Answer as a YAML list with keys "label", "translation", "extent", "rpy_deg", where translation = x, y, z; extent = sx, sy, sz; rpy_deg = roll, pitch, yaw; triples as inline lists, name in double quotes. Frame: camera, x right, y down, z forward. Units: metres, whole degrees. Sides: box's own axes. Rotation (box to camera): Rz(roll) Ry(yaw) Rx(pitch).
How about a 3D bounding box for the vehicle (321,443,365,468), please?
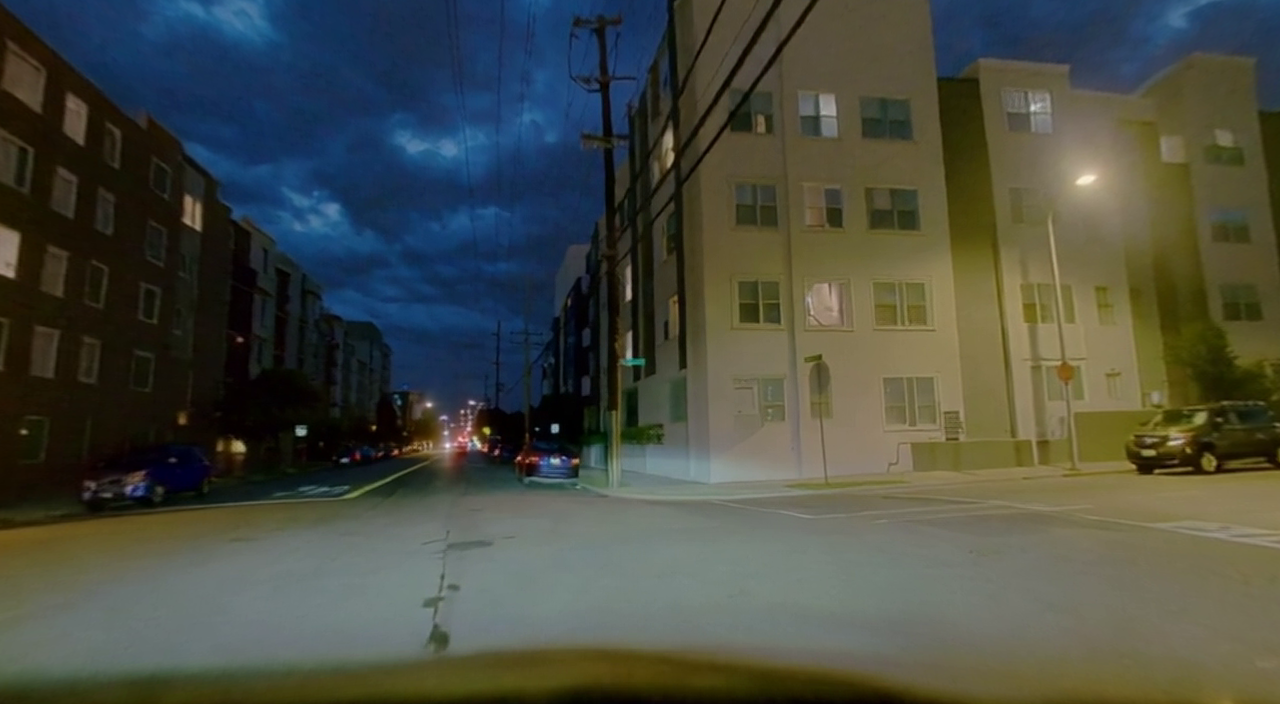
- label: "vehicle"
  translation: [-21.084, 7.330, 44.866]
  extent: [2.032, 1.641, 4.162]
  rpy_deg: [2, -8, -15]

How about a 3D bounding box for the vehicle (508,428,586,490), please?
- label: "vehicle"
  translation: [-3.280, 3.546, 21.377]
  extent: [2.164, 1.721, 4.416]
  rpy_deg: [-2, -7, -14]

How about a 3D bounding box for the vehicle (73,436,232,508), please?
- label: "vehicle"
  translation: [-14.406, 3.487, 19.023]
  extent: [2.140, 1.874, 4.475]
  rpy_deg: [2, -8, -16]

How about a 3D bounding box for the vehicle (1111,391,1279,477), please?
- label: "vehicle"
  translation: [16.323, 2.227, 17.954]
  extent: [4.259, 2.102, 2.376]
  rpy_deg: [-1, -4, -15]
